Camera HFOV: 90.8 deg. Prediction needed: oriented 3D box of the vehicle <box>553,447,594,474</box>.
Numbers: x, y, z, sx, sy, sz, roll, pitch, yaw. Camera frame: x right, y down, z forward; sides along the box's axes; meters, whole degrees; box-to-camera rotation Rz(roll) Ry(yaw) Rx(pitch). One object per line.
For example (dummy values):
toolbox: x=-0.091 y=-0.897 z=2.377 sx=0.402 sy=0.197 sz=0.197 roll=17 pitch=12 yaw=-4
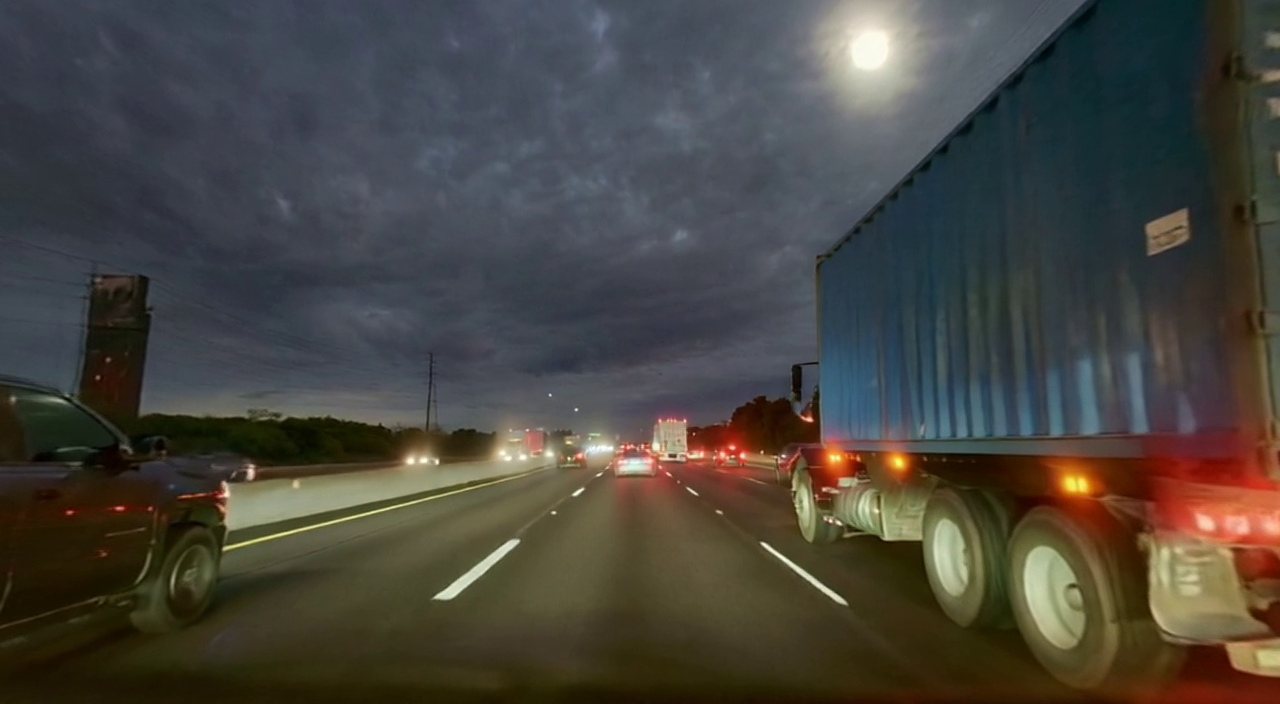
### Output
vehicle: x=-3.957 y=6.544 z=38.272 sx=2.025 sy=1.498 sz=4.675 roll=0 pitch=-9 yaw=0

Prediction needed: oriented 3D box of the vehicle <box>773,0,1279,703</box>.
vehicle: x=3.444 y=0.145 z=4.537 sx=3.013 sy=3.940 sz=7.933 roll=0 pitch=-9 yaw=-1

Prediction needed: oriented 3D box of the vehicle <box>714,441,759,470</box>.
vehicle: x=6.956 y=7.542 z=46.246 sx=2.302 sy=1.973 sz=5.502 roll=0 pitch=-9 yaw=-1

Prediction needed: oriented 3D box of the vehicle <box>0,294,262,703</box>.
vehicle: x=-4.225 y=0.598 z=1.961 sx=2.323 sy=2.046 sz=6.006 roll=0 pitch=-9 yaw=1

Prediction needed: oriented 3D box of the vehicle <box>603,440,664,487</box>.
vehicle: x=-0.240 y=4.344 z=24.957 sx=2.191 sy=1.685 sz=4.015 roll=0 pitch=-9 yaw=0
